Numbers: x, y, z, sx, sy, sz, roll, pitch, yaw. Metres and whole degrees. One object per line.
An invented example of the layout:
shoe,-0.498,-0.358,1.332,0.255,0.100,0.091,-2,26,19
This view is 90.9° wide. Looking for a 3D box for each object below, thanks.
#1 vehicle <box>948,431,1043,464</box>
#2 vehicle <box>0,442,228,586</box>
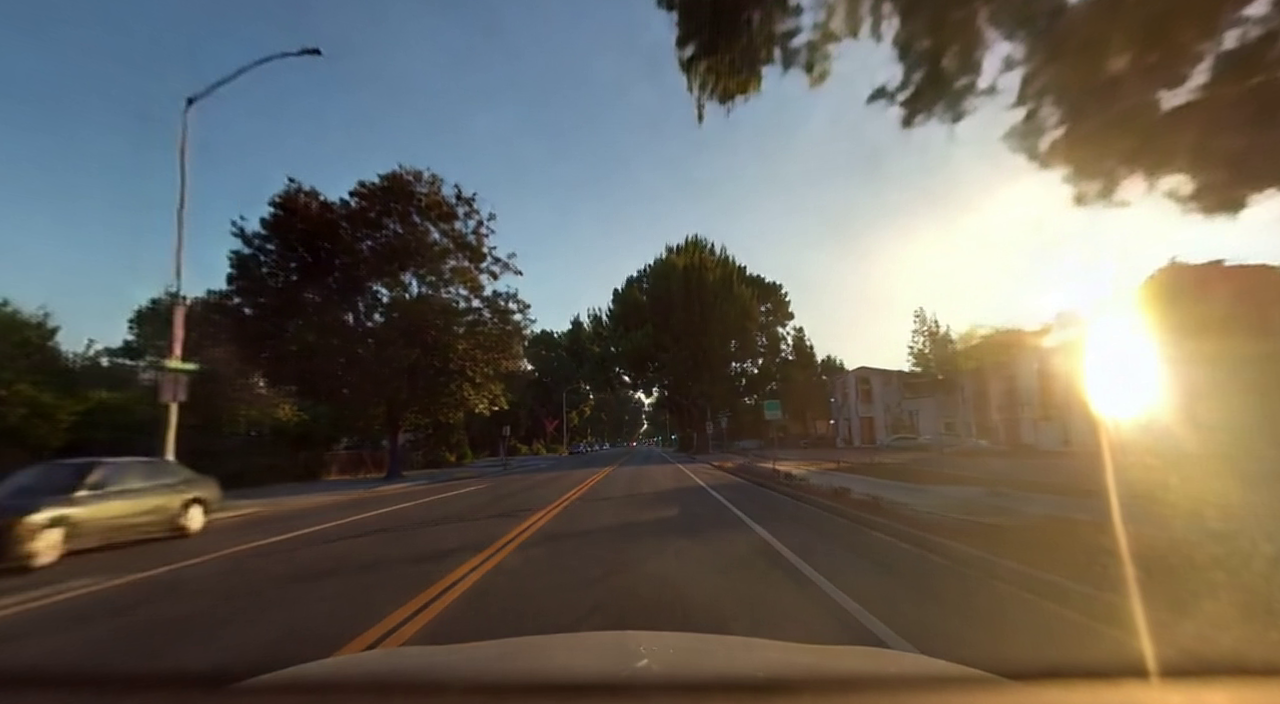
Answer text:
vehicle,20.336,5.482,36.221,4.151,1.730,2.131,0,-9,4
vehicle,-7.981,2.065,8.478,1.864,1.442,4.269,-3,-6,3
